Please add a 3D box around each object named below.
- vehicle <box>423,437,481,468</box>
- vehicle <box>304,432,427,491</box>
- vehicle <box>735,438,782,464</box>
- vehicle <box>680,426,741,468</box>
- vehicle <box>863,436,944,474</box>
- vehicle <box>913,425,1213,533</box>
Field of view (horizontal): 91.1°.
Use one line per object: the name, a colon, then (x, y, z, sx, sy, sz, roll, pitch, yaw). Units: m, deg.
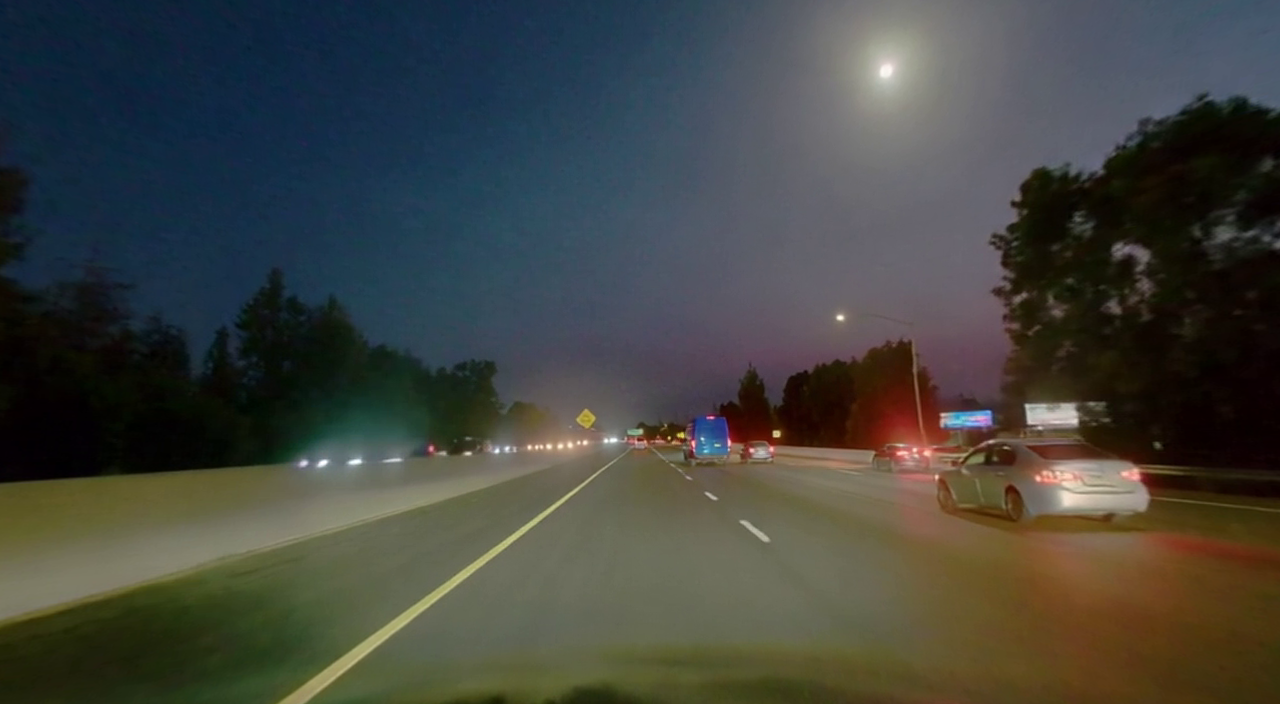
vehicle: (-13.737, 7.388, 46.326, 2.442, 2.115, 5.788, 0, -8, 0)
vehicle: (-10.025, 4.013, 23.516, 2.328, 1.850, 5.141, -2, -8, 0)
vehicle: (7.245, 6.116, 38.806, 2.099, 1.510, 3.784, 0, -8, -1)
vehicle: (3.699, 5.194, 34.292, 2.546, 2.087, 5.404, 0, -8, -2)
vehicle: (11.324, 4.447, 27.297, 1.874, 1.496, 3.586, 0, -8, -1)
vehicle: (7.094, 2.166, 11.417, 2.003, 1.517, 4.936, 0, -8, 0)
